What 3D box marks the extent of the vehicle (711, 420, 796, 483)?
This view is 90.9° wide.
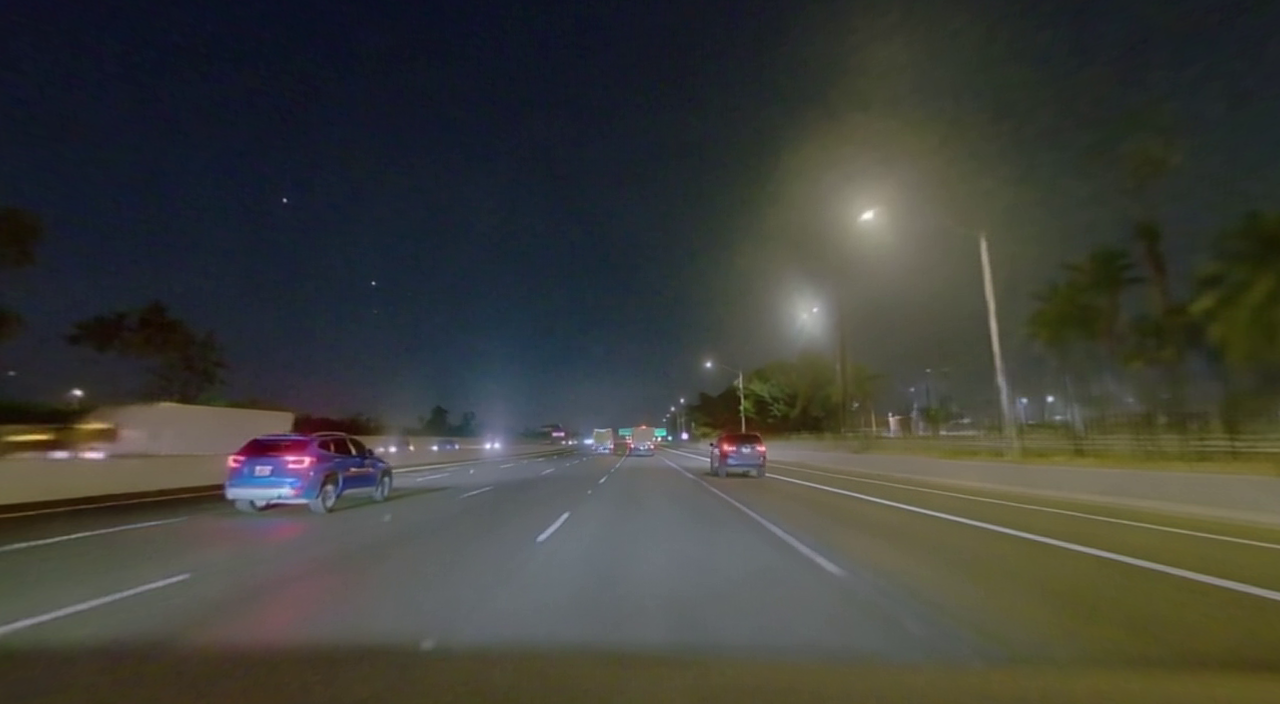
[{"bbox_3d":[4.338,3.900,25.028,2.408,2.210,4.999,0,-8,0],"label":"vehicle"}]

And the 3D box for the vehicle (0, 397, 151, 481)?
[{"bbox_3d":[-28.196,4.274,30.839,3.024,3.640,6.776,0,-8,0],"label":"vehicle"}]

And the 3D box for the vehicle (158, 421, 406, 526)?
[{"bbox_3d":[-7.033,2.424,13.250,2.289,1.774,4.871,0,-8,1],"label":"vehicle"}]
